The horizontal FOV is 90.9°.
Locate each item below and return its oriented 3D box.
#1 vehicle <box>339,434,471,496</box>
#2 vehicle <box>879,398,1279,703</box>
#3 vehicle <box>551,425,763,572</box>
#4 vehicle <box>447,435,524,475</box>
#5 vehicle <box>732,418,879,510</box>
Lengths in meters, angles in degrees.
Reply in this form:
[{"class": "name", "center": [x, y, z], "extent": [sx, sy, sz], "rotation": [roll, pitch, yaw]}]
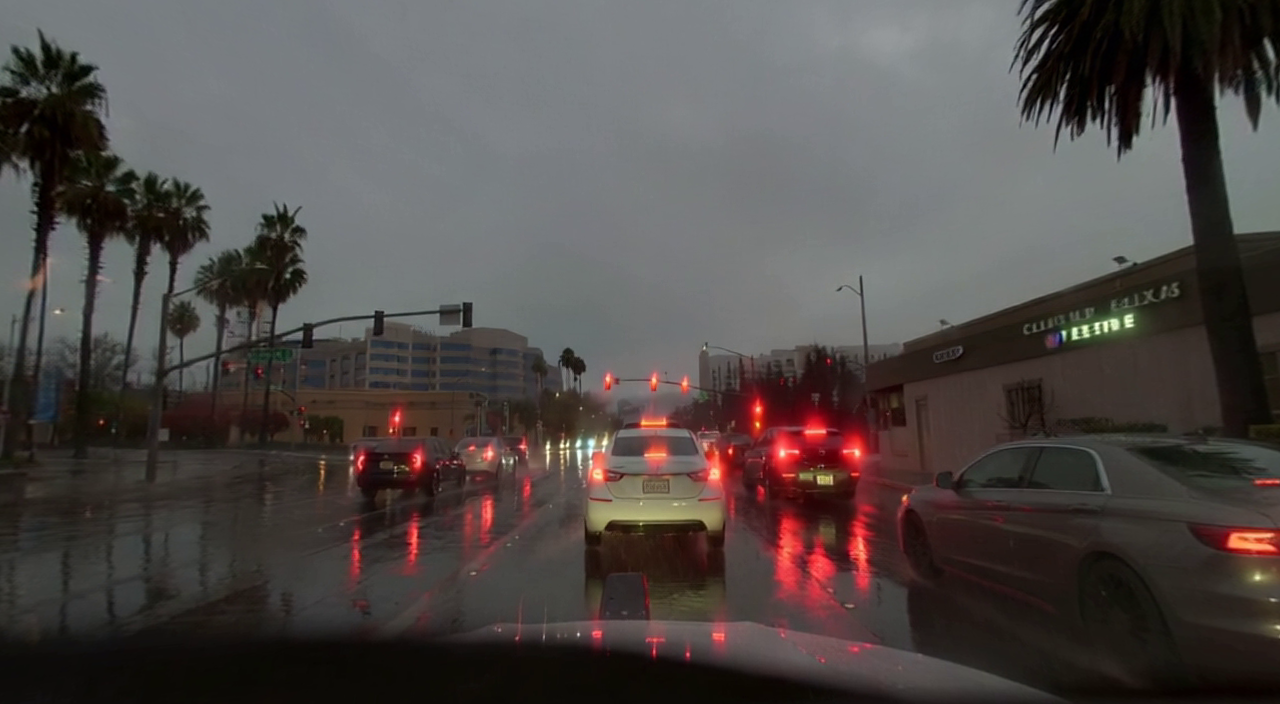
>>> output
[{"class": "vehicle", "center": [-6.252, 3.051, 17.381], "extent": [1.900, 1.487, 4.165], "rotation": [0, -8, 2]}, {"class": "vehicle", "center": [3.544, 1.222, 4.475], "extent": [1.910, 1.490, 4.661], "rotation": [0, -8, 1]}, {"class": "vehicle", "center": [0.179, 1.786, 8.462], "extent": [2.140, 1.474, 4.026], "rotation": [0, -8, 0]}, {"class": "vehicle", "center": [-6.050, 4.094, 25.236], "extent": [1.822, 1.456, 4.396], "rotation": [-1, -8, 2]}, {"class": "vehicle", "center": [3.499, 2.470, 14.314], "extent": [2.169, 1.751, 4.276], "rotation": [0, -8, 0]}]
